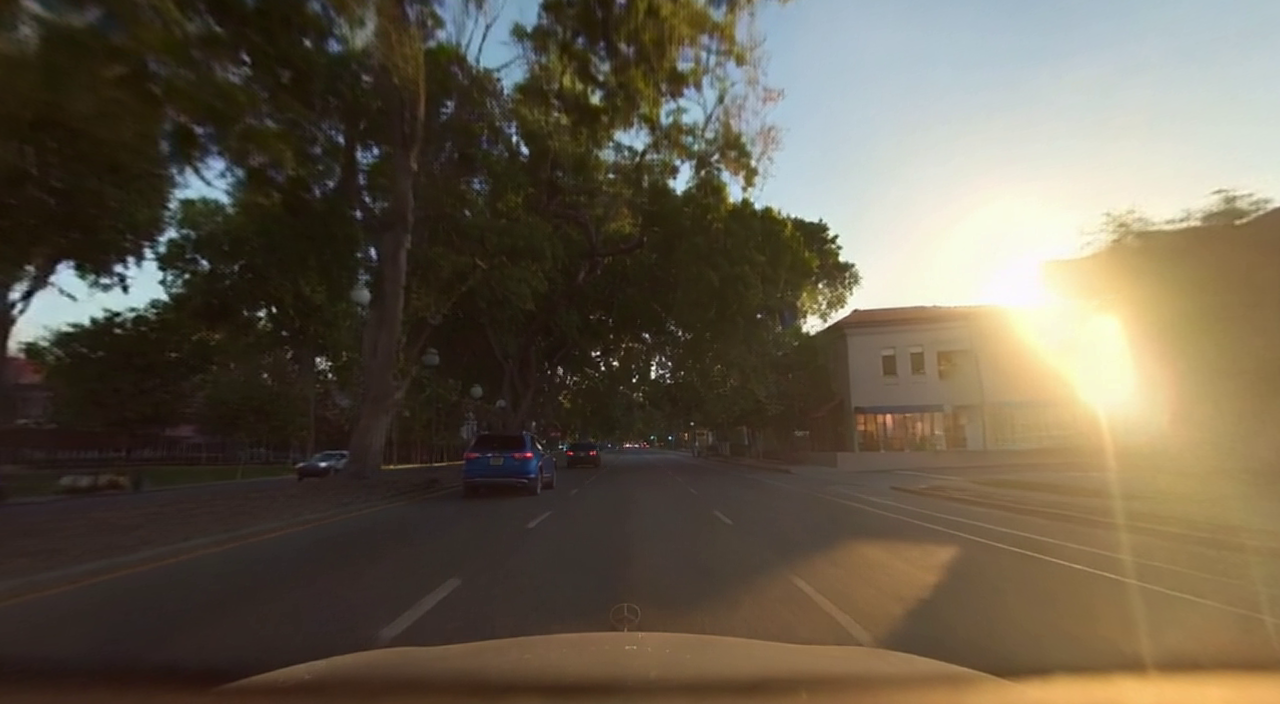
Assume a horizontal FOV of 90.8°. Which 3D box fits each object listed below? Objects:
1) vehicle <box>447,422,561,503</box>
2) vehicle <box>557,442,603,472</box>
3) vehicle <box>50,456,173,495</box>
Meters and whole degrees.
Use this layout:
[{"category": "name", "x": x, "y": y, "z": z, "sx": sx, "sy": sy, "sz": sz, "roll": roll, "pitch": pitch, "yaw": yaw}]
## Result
[{"category": "vehicle", "x": -3.361, "y": 2.829, "z": 16.582, "sx": 2.042, "sy": 1.817, "sz": 4.364, "roll": 0, "pitch": -8, "yaw": 0}, {"category": "vehicle", "x": -3.122, "y": 5.580, "z": 33.862, "sx": 2.069, "sy": 1.470, "sz": 4.601, "roll": 0, "pitch": -8, "yaw": 0}, {"category": "vehicle", "x": -22.879, "y": 5.318, "z": 27.590, "sx": 1.906, "sy": 1.494, "sz": 3.966, "roll": 0, "pitch": -8, "yaw": 0}]
